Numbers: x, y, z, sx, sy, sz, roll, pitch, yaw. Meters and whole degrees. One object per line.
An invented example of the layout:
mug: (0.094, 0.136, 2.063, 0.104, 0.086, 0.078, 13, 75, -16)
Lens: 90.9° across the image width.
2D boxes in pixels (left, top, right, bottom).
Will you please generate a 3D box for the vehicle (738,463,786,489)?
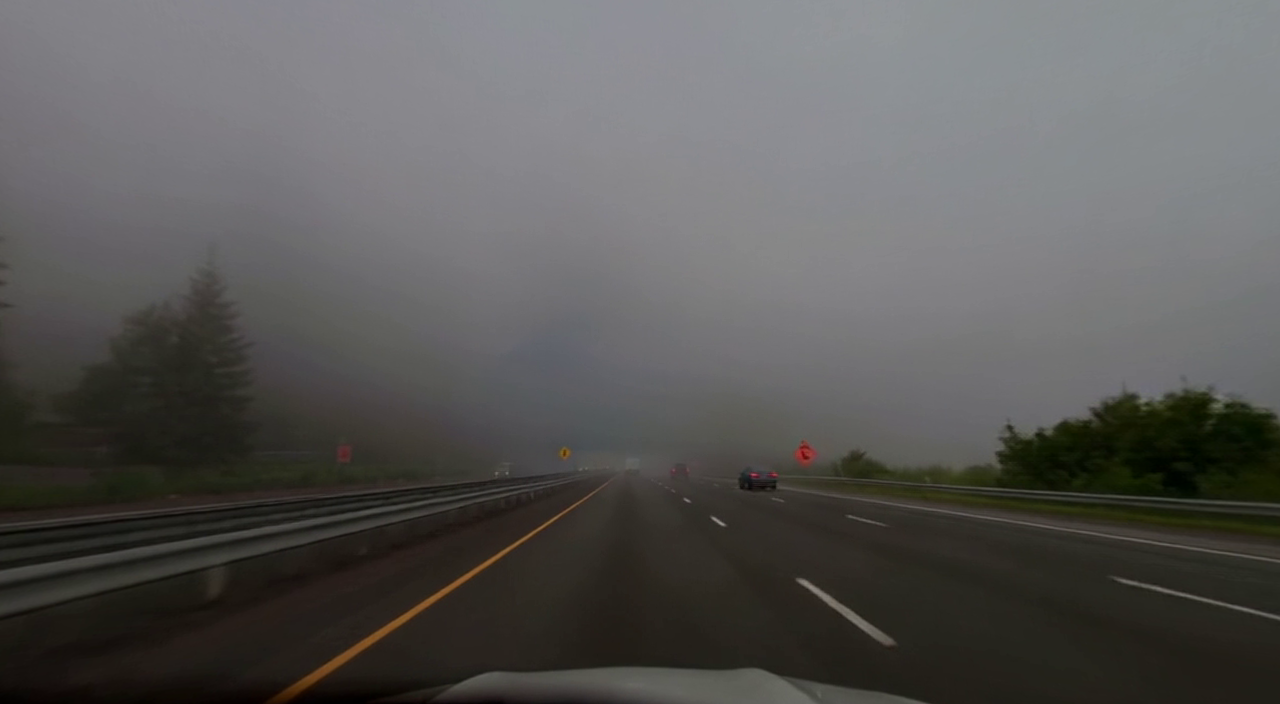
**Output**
vehicle: (7.481, 7.686, 39.059, 2.024, 1.476, 4.352, 1, -10, -2)
